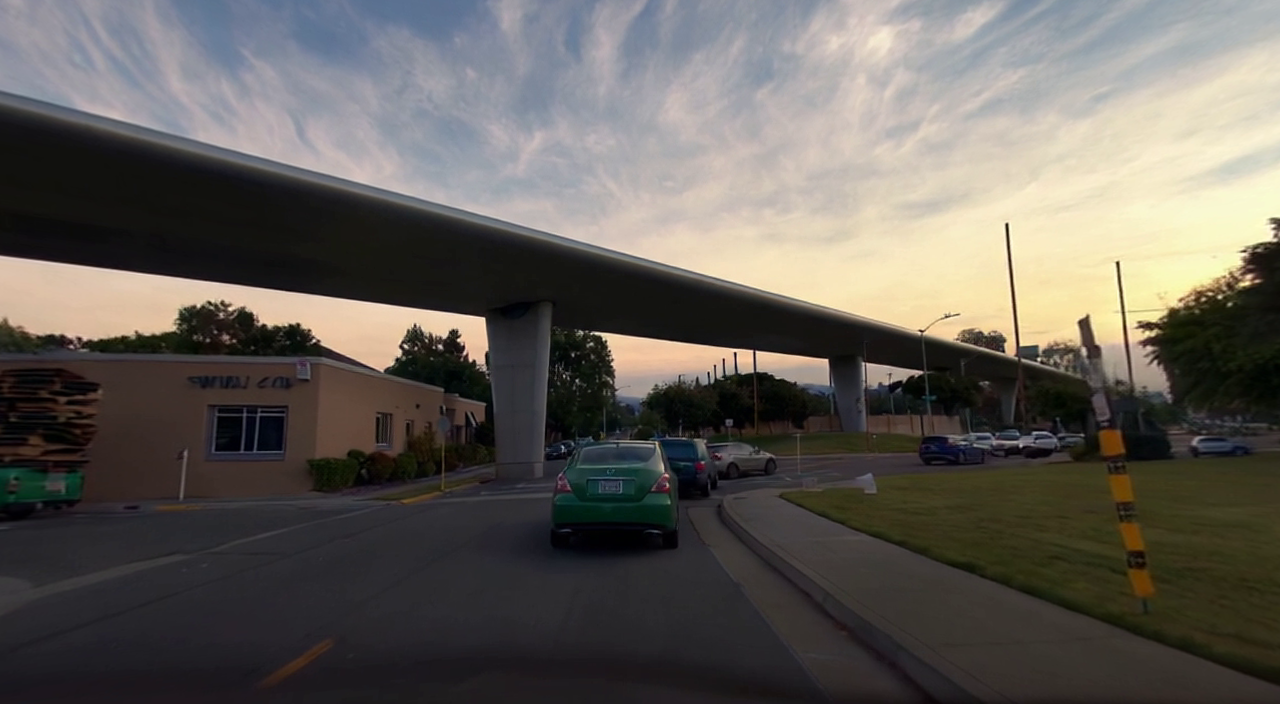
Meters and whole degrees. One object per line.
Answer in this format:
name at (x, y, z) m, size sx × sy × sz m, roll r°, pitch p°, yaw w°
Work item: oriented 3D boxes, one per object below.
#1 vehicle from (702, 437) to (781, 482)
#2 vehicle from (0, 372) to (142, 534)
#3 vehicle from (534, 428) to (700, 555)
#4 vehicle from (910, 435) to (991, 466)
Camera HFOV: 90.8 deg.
vehicle at (4.456, 4.591, 27.328) m, size 1.995 × 1.762 × 4.310 m, roll -5°, pitch -10°, yaw 28°
vehicle at (-13.512, 1.920, 12.228) m, size 5.356 × 2.762 × 2.644 m, roll 0°, pitch -8°, yaw 1°
vehicle at (-0.213, 2.106, 10.329) m, size 2.087 × 1.578 × 4.652 m, roll 0°, pitch -8°, yaw 2°
vehicle at (19.242, 6.095, 39.188) m, size 4.425 × 1.828 × 2.032 m, roll 4°, pitch -9°, yaw -24°
